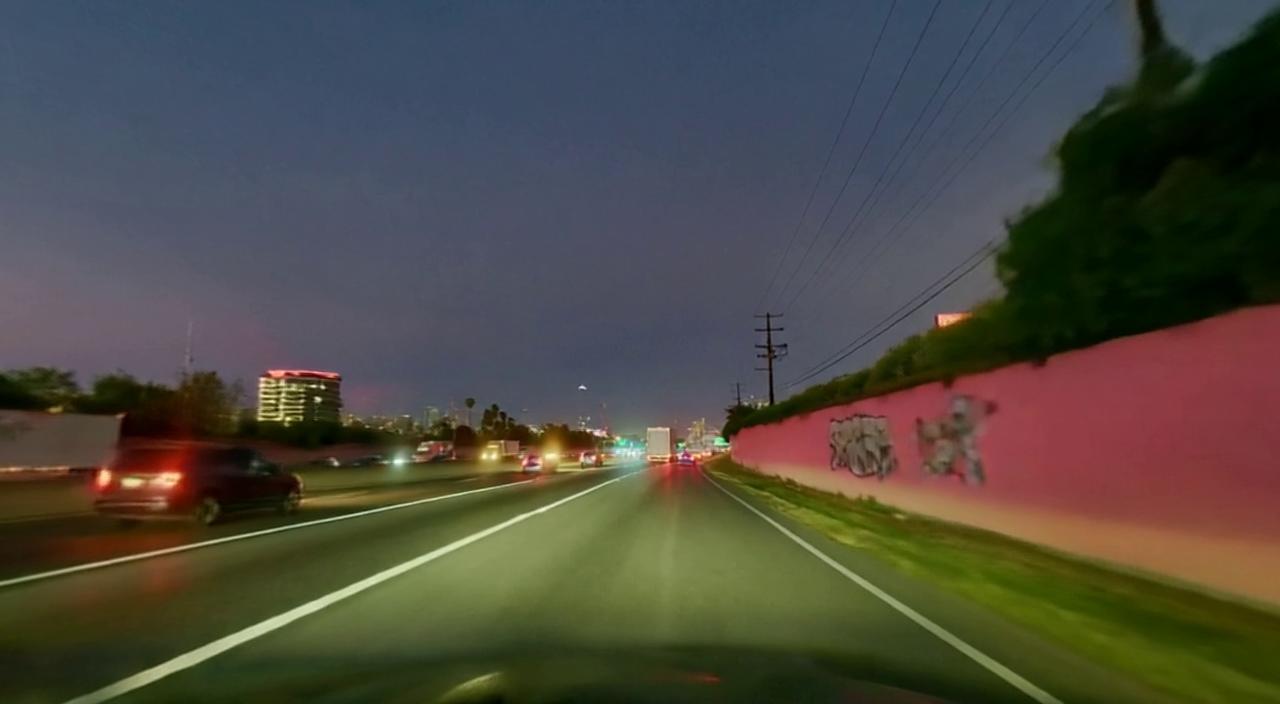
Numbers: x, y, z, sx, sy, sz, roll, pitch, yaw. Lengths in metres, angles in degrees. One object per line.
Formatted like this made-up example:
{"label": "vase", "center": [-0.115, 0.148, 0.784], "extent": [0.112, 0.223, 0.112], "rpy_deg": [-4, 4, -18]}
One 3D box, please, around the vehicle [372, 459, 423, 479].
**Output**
{"label": "vehicle", "center": [-17.834, 8.614, 46.502], "extent": [1.944, 1.385, 3.712], "rpy_deg": [-1, -9, 6]}

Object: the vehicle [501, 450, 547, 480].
{"label": "vehicle", "center": [-6.143, 5.987, 33.659], "extent": [1.708, 1.489, 2.840], "rpy_deg": [-1, -9, 4]}

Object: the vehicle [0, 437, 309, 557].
{"label": "vehicle", "center": [-7.538, 2.232, 10.336], "extent": [1.966, 1.565, 3.766], "rpy_deg": [-1, -9, 3]}
